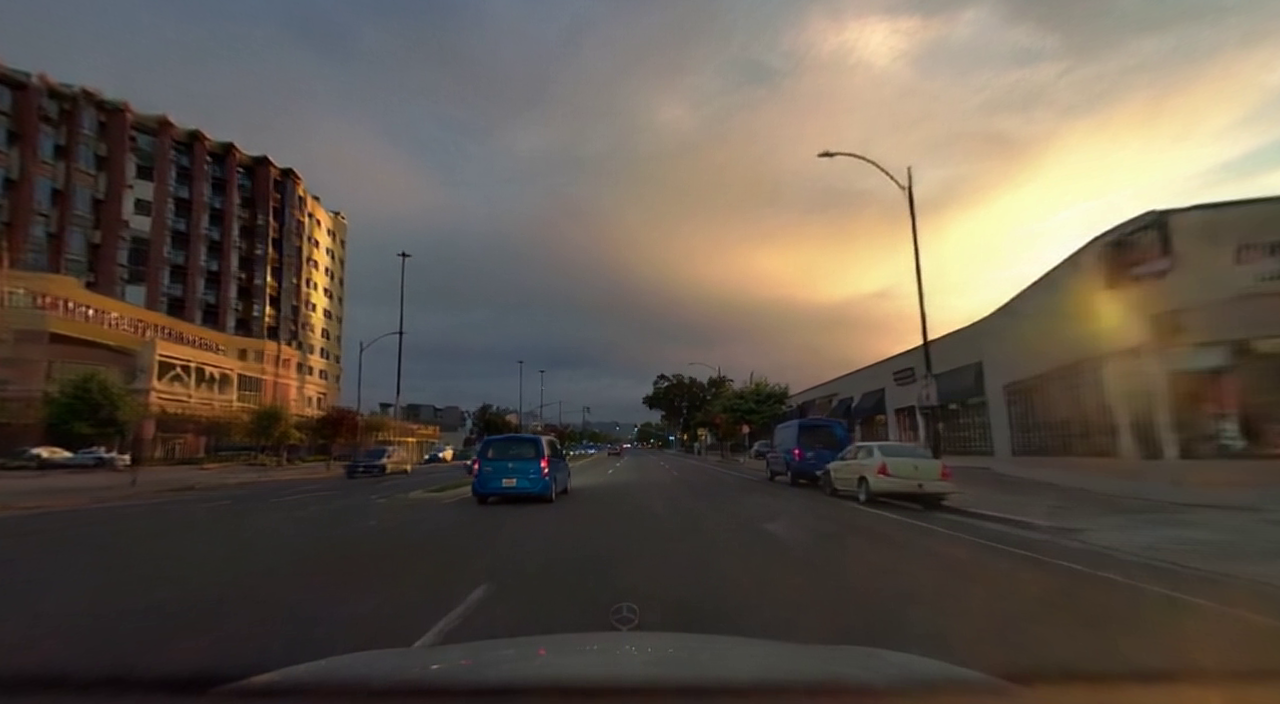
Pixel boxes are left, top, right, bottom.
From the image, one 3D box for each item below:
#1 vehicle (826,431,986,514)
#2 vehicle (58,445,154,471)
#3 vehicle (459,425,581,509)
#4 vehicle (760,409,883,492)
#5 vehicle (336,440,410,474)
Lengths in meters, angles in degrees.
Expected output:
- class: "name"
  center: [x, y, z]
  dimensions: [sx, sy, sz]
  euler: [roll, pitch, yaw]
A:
- class: "vehicle"
  center: [6.426, 2.942, 15.964]
  dimensions: [1.942, 1.753, 4.912]
  euler: [0, -8, 1]
- class: "vehicle"
  center: [-33.583, 6.647, 39.814]
  dimensions: [1.794, 1.478, 4.992]
  euler: [0, -8, -2]
- class: "vehicle"
  center: [-2.652, 2.666, 14.942]
  dimensions: [2.080, 1.722, 3.766]
  euler: [0, -8, 1]
- class: "vehicle"
  center: [6.255, 3.523, 22.757]
  dimensions: [2.642, 2.582, 6.157]
  euler: [0, -8, 1]
- class: "vehicle"
  center: [-14.488, 5.731, 34.461]
  dimensions: [1.993, 1.710, 4.520]
  euler: [0, -8, 1]
